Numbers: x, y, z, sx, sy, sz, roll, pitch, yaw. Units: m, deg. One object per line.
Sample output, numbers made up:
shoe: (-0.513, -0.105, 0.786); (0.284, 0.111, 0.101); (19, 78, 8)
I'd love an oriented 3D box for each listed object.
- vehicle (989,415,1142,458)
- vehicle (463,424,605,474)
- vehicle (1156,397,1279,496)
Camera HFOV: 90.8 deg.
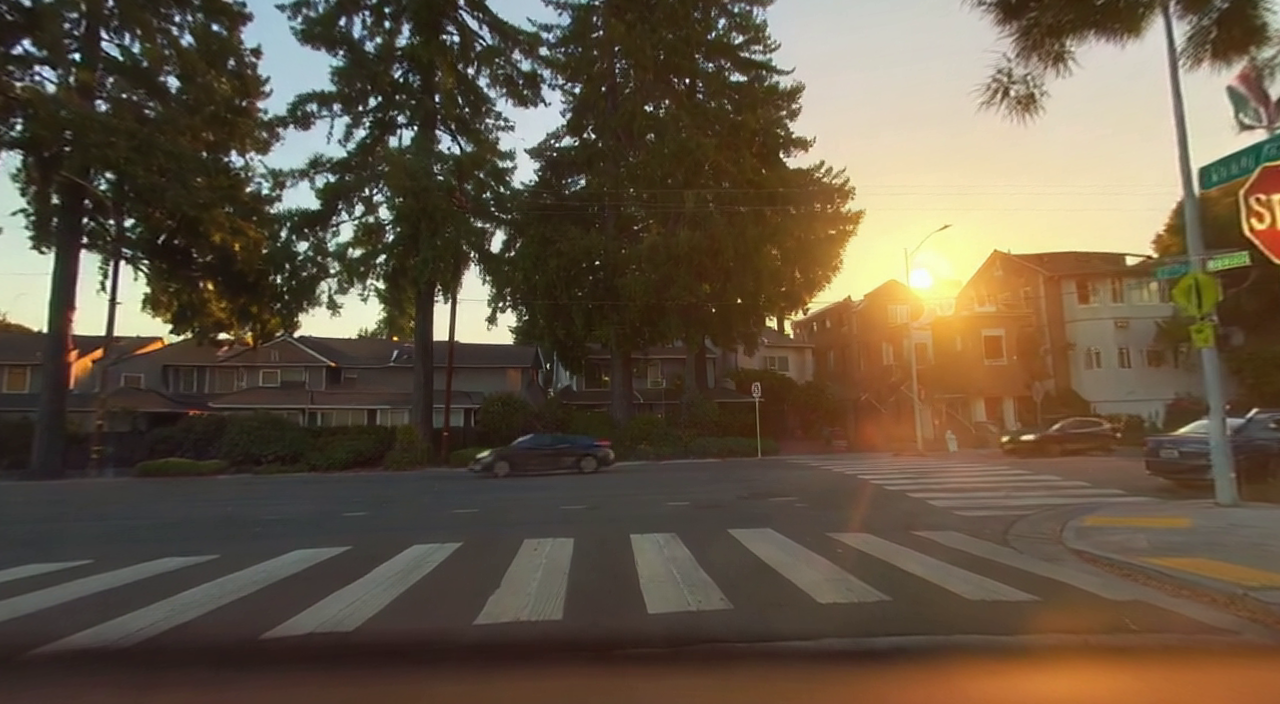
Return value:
vehicle: (15.576, 3.121, 23.220); (4.548, 1.469, 1.864); (1, -8, -11)
vehicle: (-3.465, 3.149, 20.588); (4.296, 1.499, 1.814); (3, -9, -19)
vehicle: (12.802, 1.794, 12.130); (4.208, 1.685, 2.014); (1, -8, -8)
